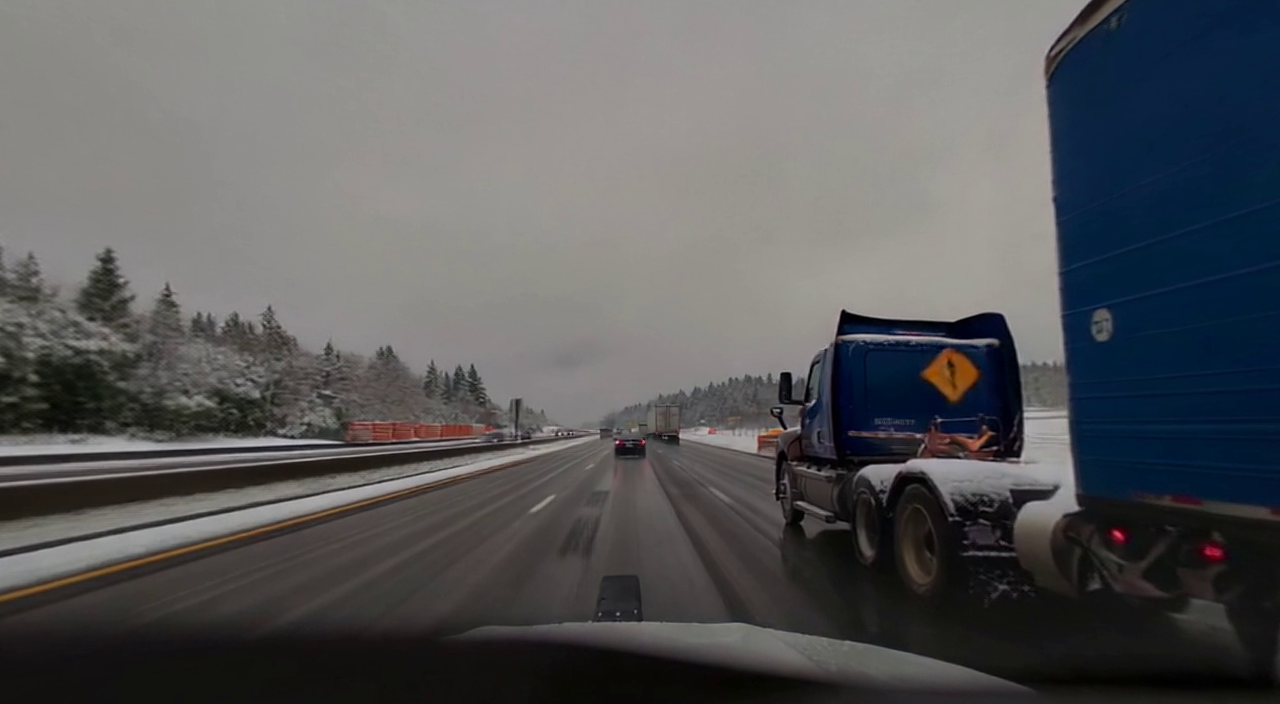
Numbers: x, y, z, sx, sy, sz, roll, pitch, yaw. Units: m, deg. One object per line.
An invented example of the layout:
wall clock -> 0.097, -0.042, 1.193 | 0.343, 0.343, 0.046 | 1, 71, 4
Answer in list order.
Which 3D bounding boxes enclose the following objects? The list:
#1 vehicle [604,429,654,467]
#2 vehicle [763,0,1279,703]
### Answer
vehicle -> -0.464, 3.989, 26.416 | 1.929, 1.469, 3.677 | 0, -8, -1
vehicle -> 3.494, 0.094, 4.152 | 2.919, 3.634, 10.888 | 0, -8, -1
